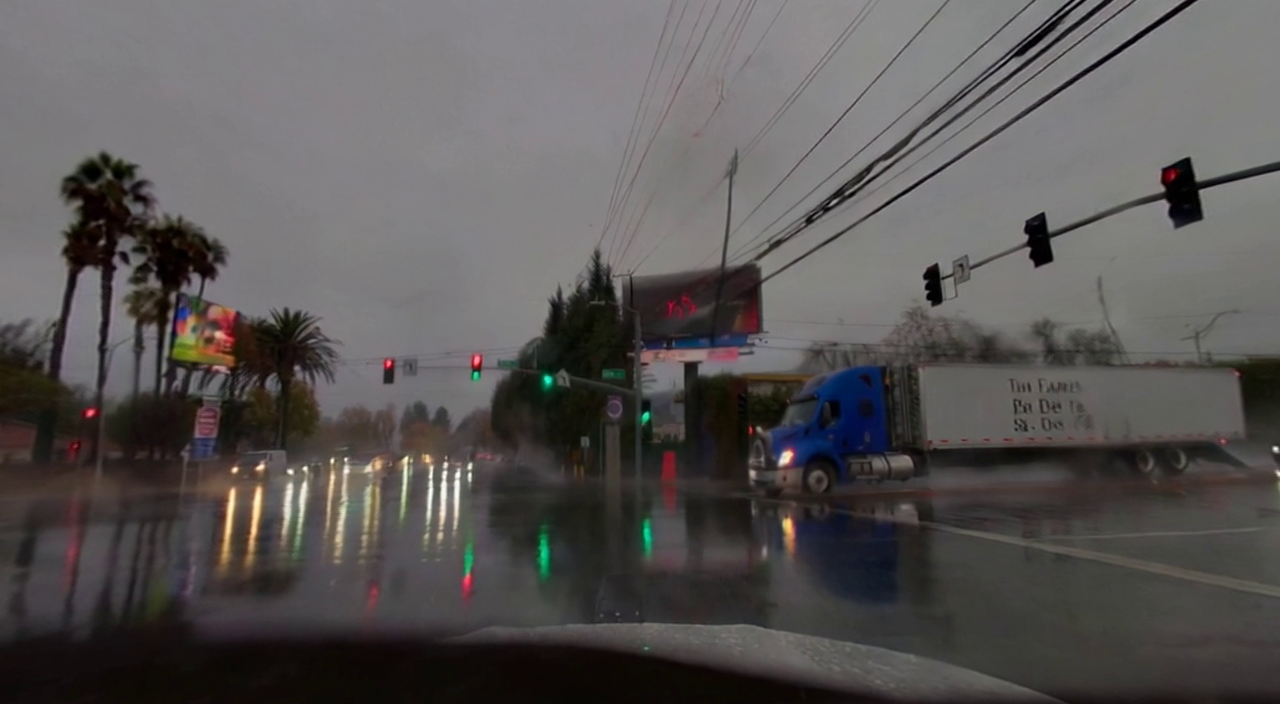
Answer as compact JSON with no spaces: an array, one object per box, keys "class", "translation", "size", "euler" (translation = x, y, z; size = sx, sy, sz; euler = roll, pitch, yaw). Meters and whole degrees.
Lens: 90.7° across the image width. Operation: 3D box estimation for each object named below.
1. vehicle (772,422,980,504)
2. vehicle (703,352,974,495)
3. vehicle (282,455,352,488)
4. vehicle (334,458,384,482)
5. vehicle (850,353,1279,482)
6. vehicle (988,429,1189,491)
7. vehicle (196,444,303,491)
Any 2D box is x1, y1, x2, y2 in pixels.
[{"class":"vehicle","translation":[6.745,3.198,18.354],"size":[5.079,1.893,2.200],"euler":[-2,-10,-12]},{"class":"vehicle","translation":[6.551,2.465,21.596],"size":[8.167,4.352,3.029],"euler":[1,-9,-11]},{"class":"vehicle","translation":[-19.117,7.035,37.712],"size":[2.028,1.744,4.876],"euler":[1,-9,-6]},{"class":"vehicle","translation":[-20.259,8.518,45.880],"size":[1.834,1.521,4.970],"euler":[1,-9,-6]},{"class":"vehicle","translation":[16.504,2.508,23.624],"size":[17.071,4.151,2.876],"euler":[1,-9,-12]},{"class":"vehicle","translation":[13.715,3.301,19.481],"size":[4.958,1.510,1.949],"euler":[-2,-10,-10]},{"class":"vehicle","translation":[-23.560,6.957,38.657],"size":[2.989,2.573,6.053],"euler":[0,-9,-5]}]
